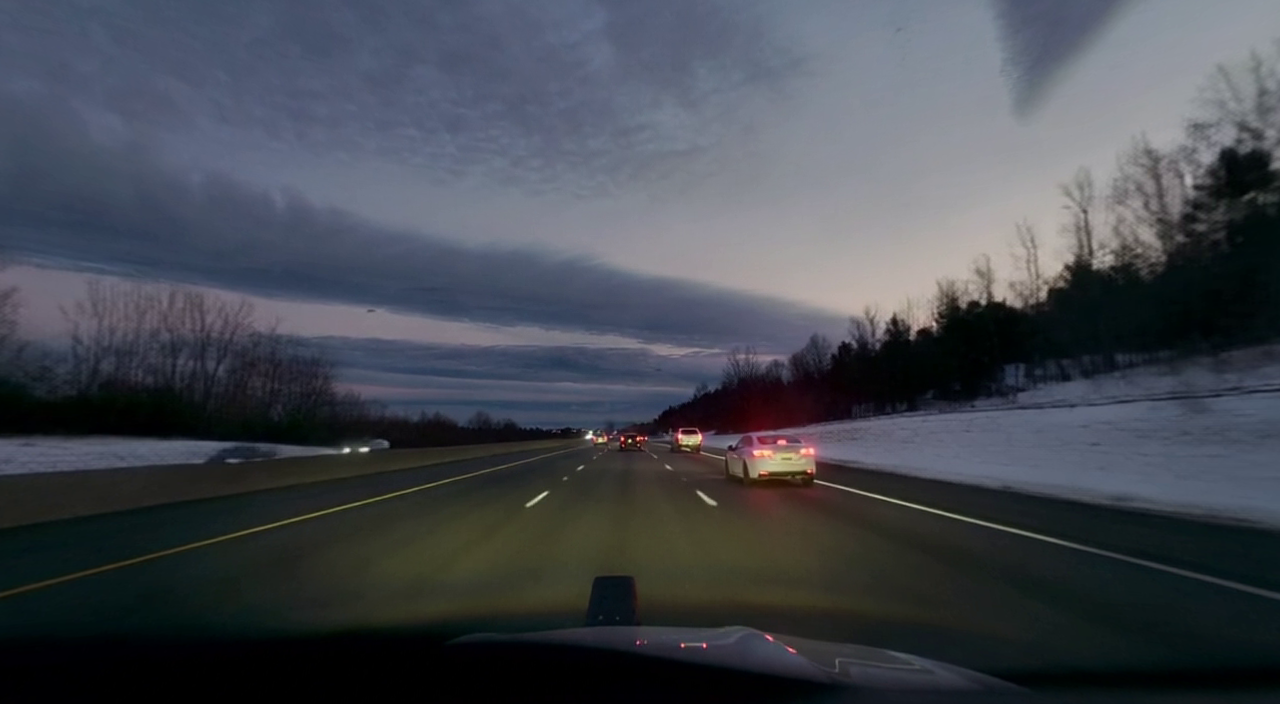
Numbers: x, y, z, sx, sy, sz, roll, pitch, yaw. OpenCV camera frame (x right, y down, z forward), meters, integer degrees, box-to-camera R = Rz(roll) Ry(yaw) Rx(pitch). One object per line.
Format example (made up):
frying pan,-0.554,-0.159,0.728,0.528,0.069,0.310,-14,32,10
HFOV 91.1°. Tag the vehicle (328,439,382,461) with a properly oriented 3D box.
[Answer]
vehicle,-21.122,7.246,46.830,1.905,1.558,4.454,0,-8,0

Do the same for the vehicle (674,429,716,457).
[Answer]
vehicle,3.404,5.708,39.553,2.098,1.677,4.275,0,-8,-2

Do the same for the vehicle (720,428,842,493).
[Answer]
vehicle,3.542,2.814,16.808,2.056,1.479,4.660,0,-8,-2

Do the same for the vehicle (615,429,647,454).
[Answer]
vehicle,-0.647,6.369,44.746,2.182,1.680,4.253,0,-8,-1
